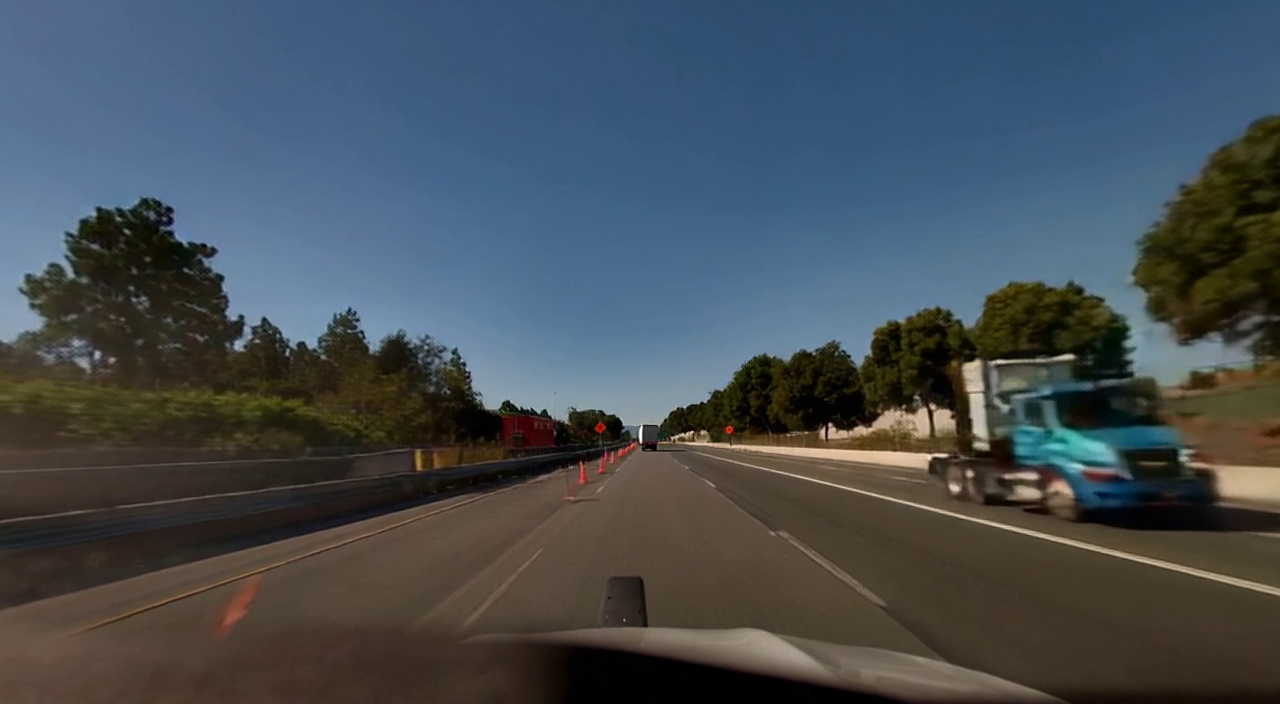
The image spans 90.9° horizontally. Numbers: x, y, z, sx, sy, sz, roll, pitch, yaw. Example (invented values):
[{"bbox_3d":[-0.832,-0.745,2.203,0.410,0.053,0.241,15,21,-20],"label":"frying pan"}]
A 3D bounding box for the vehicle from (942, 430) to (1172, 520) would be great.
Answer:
[{"bbox_3d":[8.365,2.474,13.116,2.611,1.607,3.179,0,-8,2],"label":"vehicle"}]
